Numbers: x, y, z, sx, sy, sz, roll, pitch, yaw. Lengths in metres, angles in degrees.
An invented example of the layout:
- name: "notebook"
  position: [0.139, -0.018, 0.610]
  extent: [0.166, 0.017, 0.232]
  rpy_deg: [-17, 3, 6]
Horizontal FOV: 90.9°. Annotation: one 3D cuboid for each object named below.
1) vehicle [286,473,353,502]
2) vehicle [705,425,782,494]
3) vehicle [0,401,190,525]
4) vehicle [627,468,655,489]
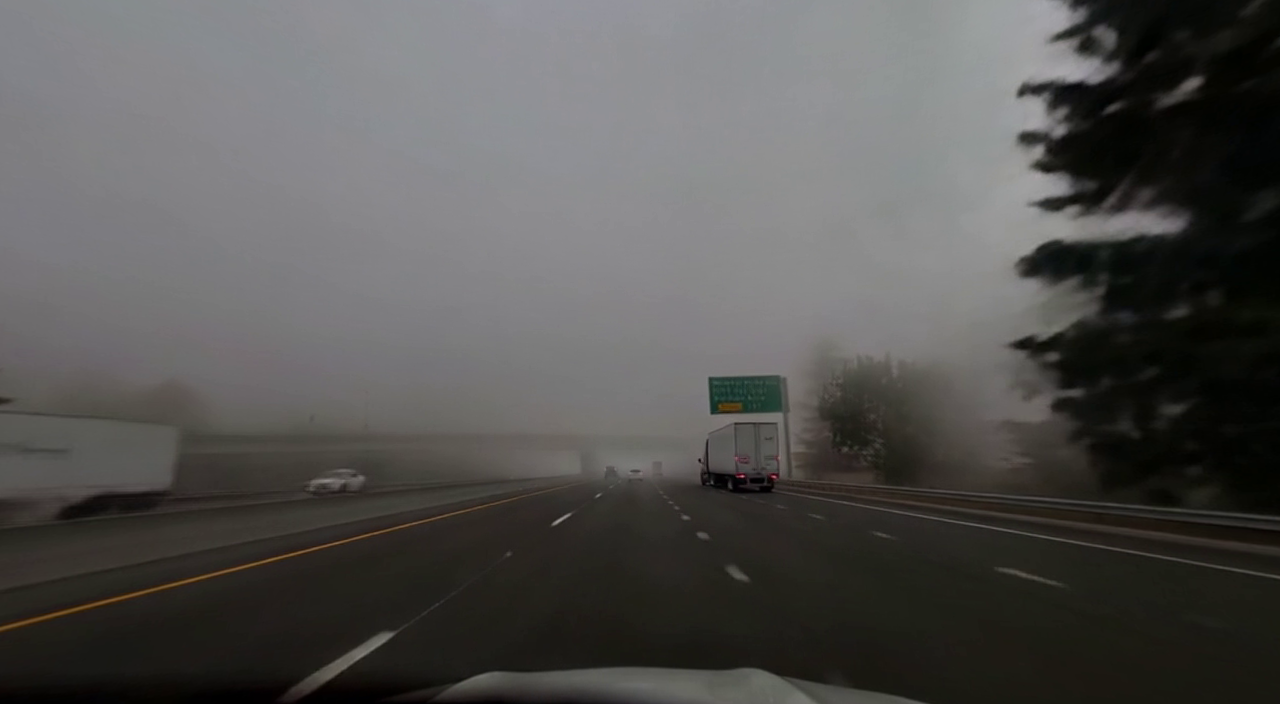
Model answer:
- name: "vehicle"
  position: [-18.140, 7.695, 35.892]
  extent: [1.725, 1.482, 3.913]
  rpy_deg: [1, -10, 0]
- name: "vehicle"
  position: [6.929, 7.716, 44.852]
  extent: [2.926, 4.073, 13.836]
  rpy_deg: [1, -10, -1]
- name: "vehicle"
  position: [-22.529, 3.914, 22.157]
  extent: [2.860, 4.023, 14.291]
  rpy_deg: [1, -11, 0]
- name: "vehicle"
  position: [0.046, 9.262, 46.291]
  extent: [2.029, 1.459, 3.684]
  rpy_deg: [1, -10, -1]
